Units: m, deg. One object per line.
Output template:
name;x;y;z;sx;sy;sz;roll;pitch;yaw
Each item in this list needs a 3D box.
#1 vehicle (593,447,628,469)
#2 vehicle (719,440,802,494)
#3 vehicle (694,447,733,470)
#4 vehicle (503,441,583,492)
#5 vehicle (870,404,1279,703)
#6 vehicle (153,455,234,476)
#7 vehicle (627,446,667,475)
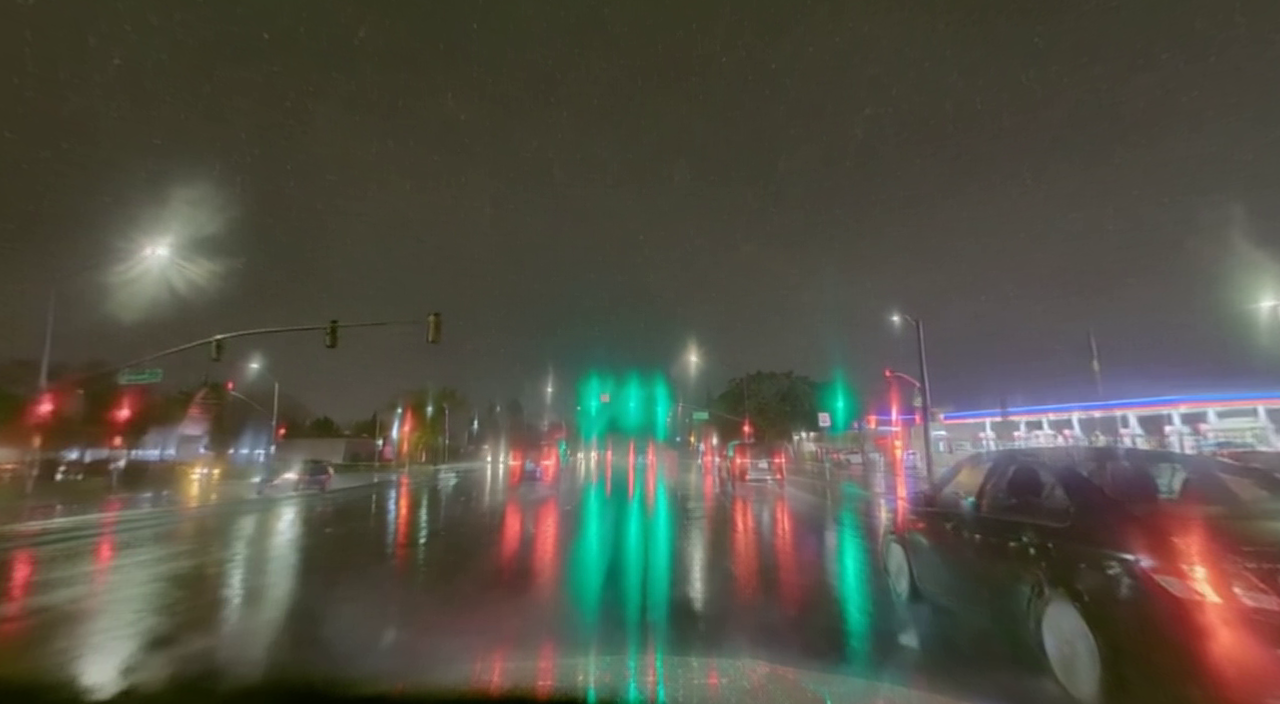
vehicle;-2.090;7.658;45.692;2.192;1.463;4.211;0;-8;2
vehicle;4.047;3.921;21.927;2.022;1.683;4.171;0;-8;0
vehicle;4.939;7.201;42.856;2.174;1.462;4.400;0;-8;1
vehicle;-3.306;3.991;22.363;2.023;1.607;4.086;-1;-8;2
vehicle;3.574;1.266;4.557;2.038;1.499;4.868;0;-8;1
vehicle;-33.813;8.609;47.812;4.652;1.453;1.945;0;-8;1
vehicle;0.373;6.028;35.420;2.104;1.477;4.591;0;-8;1
